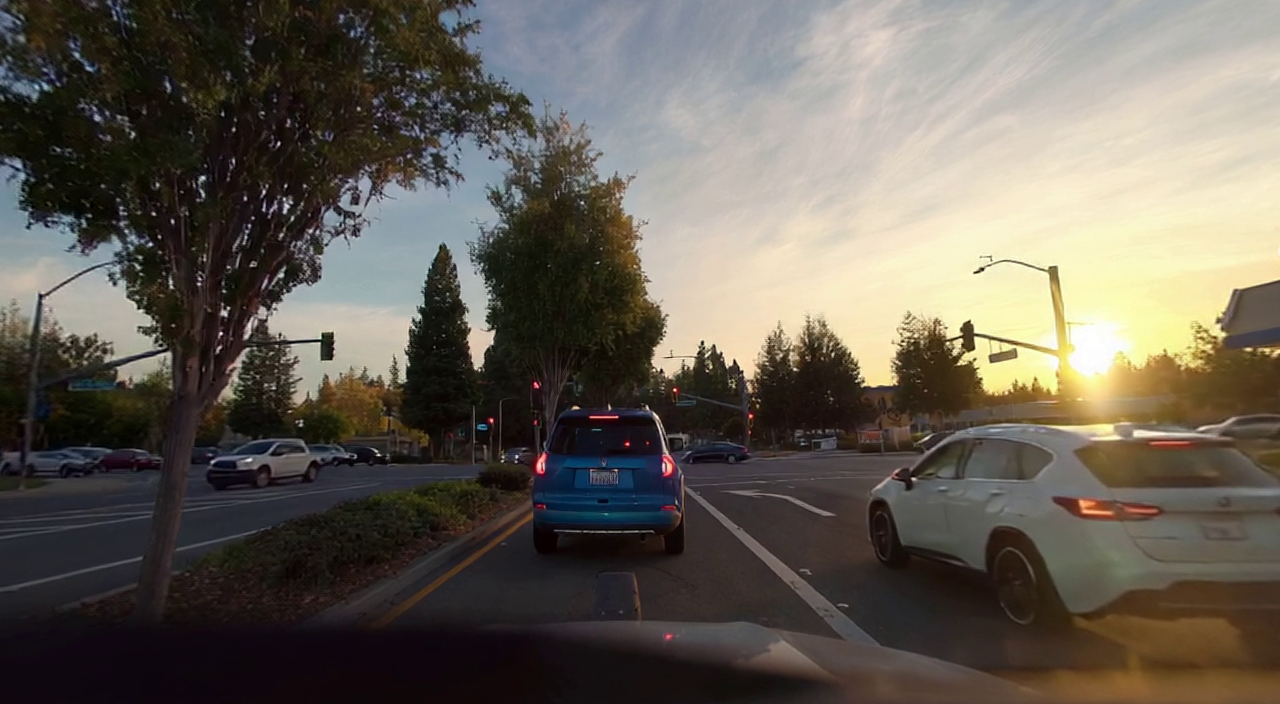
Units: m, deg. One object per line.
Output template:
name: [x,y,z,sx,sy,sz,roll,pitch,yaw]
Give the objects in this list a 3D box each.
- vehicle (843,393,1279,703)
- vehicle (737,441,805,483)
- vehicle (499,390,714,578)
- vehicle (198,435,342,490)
vehicle: [3.530,1.323,5.338,2.098,1.555,4.778,0,-9,1]
vehicle: [5.148,4.364,25.346,1.883,1.496,4.236,0,-9,1]
vehicle: [-0.303,1.645,8.629,2.096,1.837,4.687,0,-9,1]
vehicle: [-12.738,3.823,22.238,2.108,1.683,4.861,0,-9,0]
